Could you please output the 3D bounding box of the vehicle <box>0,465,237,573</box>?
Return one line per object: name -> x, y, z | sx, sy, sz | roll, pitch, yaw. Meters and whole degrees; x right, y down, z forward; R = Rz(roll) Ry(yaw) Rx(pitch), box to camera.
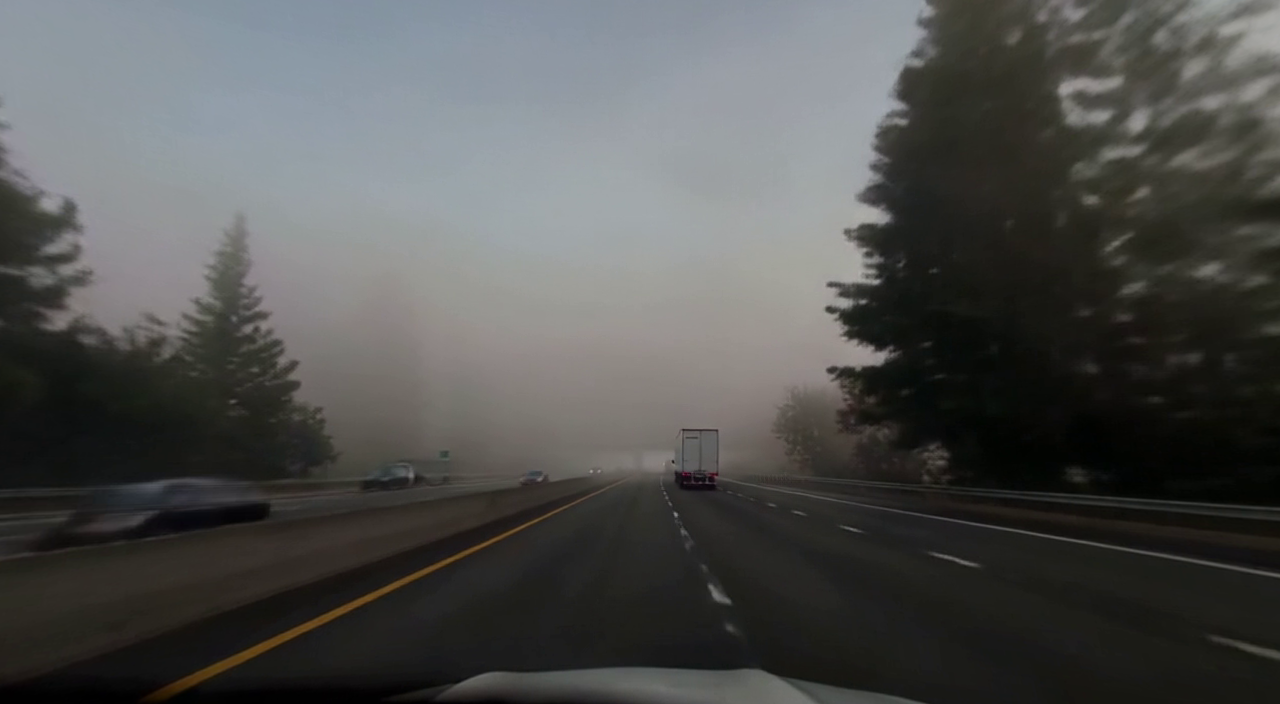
vehicle -> -9.713, 2.835, 11.365 | 2.046, 1.536, 4.145 | 1, -10, 1
